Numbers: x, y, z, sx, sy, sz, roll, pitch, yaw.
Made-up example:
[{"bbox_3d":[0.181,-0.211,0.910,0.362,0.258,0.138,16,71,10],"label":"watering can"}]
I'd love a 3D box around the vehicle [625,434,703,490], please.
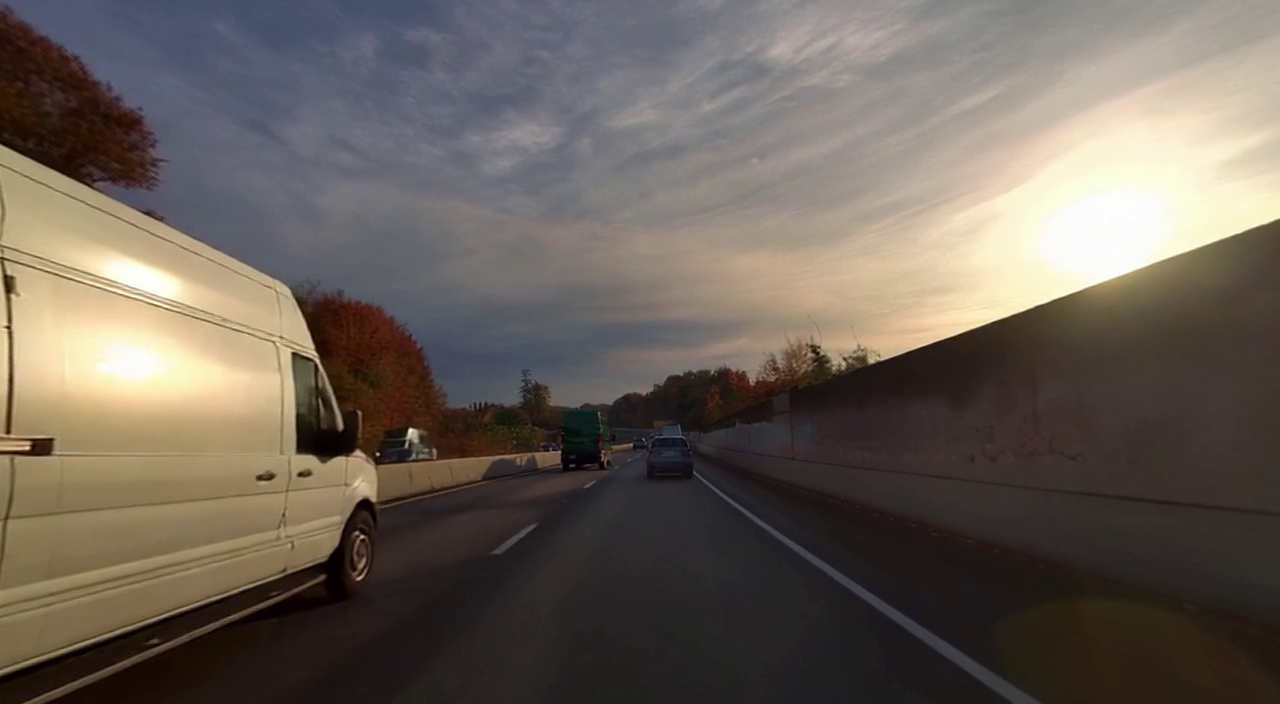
[{"bbox_3d":[0.670,3.229,18.882,2.071,1.487,3.948,0,-8,1],"label":"vehicle"}]

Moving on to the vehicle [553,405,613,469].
[{"bbox_3d":[-2.612,4.101,30.217,2.334,2.769,5.087,0,-8,0],"label":"vehicle"}]

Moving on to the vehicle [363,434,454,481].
[{"bbox_3d":[-13.712,6.283,38.047,2.517,2.513,7.177,0,-8,2],"label":"vehicle"}]

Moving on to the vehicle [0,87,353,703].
[{"bbox_3d":[-3.401,0.301,2.226,2.185,2.503,5.477,0,-8,-1],"label":"vehicle"}]
